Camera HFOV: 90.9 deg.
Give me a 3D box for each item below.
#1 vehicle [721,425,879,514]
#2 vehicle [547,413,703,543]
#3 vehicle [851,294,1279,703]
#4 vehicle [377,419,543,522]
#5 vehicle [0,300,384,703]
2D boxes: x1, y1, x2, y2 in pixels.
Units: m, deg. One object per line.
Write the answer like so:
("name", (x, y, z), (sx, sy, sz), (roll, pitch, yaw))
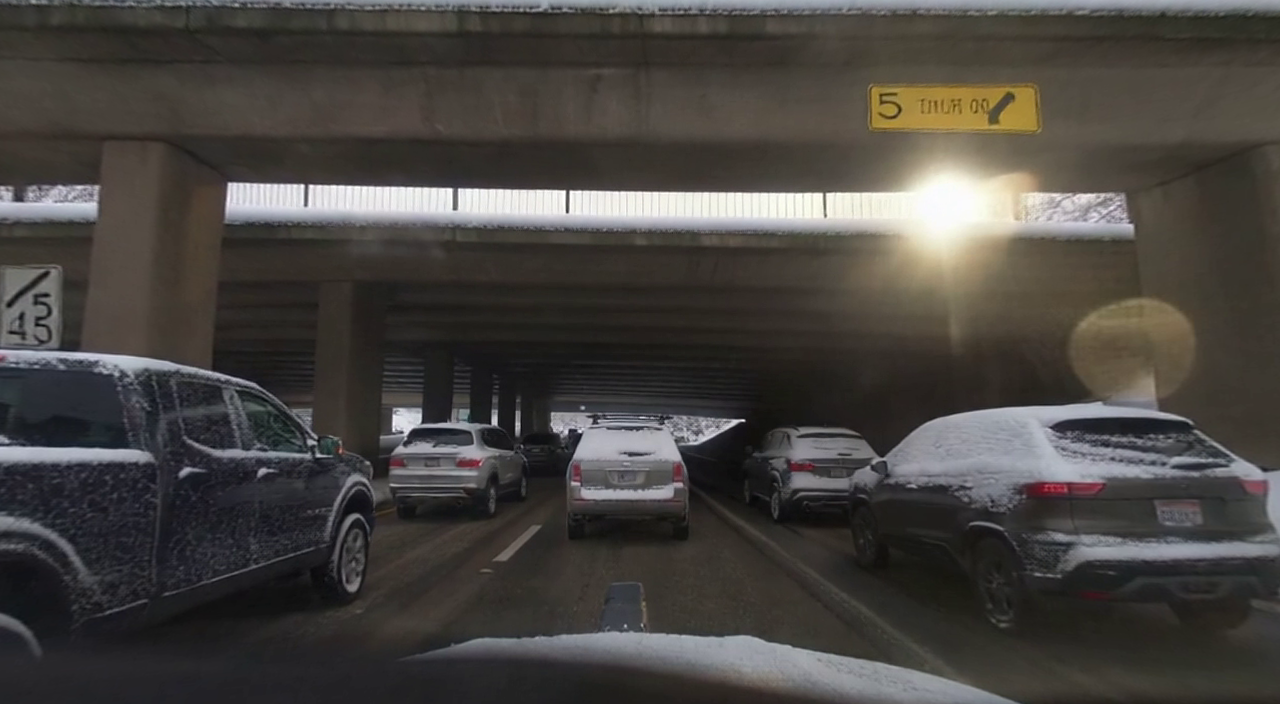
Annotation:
("vehicle", (3.463, 2.681, 14.976), (2.234, 1.720, 5.378), (0, -8, -1))
("vehicle", (-0.246, 1.988, 10.488), (2.097, 1.748, 3.794), (0, -8, -1))
("vehicle", (3.686, 1.076, 4.966), (2.401, 1.968, 4.841), (0, -8, 1))
("vehicle", (-3.346, 2.294, 12.693), (2.127, 1.720, 4.064), (0, -8, 0))
("vehicle", (-3.404, 0.877, 3.373), (2.074, 1.814, 4.596), (0, -8, 1))
